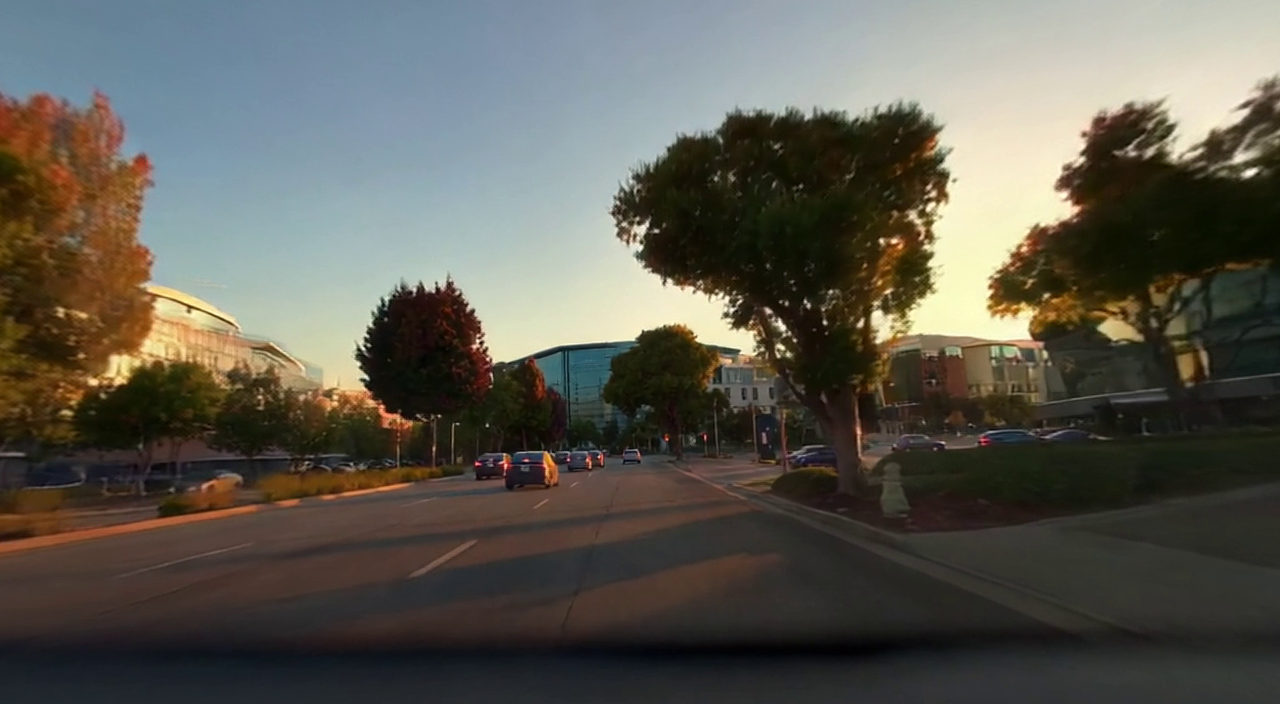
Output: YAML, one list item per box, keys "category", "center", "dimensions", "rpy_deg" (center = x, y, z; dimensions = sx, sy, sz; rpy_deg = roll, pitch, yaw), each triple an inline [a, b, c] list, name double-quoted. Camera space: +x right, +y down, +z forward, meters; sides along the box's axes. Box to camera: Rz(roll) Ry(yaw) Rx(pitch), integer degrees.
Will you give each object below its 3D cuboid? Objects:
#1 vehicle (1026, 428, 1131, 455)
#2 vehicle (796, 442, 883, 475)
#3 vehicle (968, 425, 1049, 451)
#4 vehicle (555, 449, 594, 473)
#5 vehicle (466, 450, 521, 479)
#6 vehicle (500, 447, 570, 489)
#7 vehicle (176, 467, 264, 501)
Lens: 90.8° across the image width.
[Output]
- category: "vehicle"
  center: [25.024, 5.111, 36.153]
  dimensions: [4.614, 1.464, 1.856]
  rpy_deg: [0, -9, 0]
- category: "vehicle"
  center: [12.711, 6.815, 40.495]
  dimensions: [4.790, 1.439, 2.034]
  rpy_deg: [-8, -9, 0]
- category: "vehicle"
  center: [24.866, 5.836, 42.729]
  dimensions: [4.154, 1.662, 2.113]
  rpy_deg: [-1, -8, 1]
- category: "vehicle"
  center: [-4.124, 6.934, 40.252]
  dimensions: [1.971, 1.414, 4.317]
  rpy_deg: [0, -9, 0]
- category: "vehicle"
  center: [-8.277, 6.379, 36.092]
  dimensions: [1.976, 1.497, 4.709]
  rpy_deg: [0, -9, 0]
- category: "vehicle"
  center: [-4.081, 4.579, 25.337]
  dimensions: [2.011, 1.483, 4.596]
  rpy_deg: [0, -9, 0]
- category: "vehicle"
  center: [-23.544, 7.377, 35.622]
  dimensions: [2.007, 1.501, 4.340]
  rpy_deg: [-4, -9, 0]
